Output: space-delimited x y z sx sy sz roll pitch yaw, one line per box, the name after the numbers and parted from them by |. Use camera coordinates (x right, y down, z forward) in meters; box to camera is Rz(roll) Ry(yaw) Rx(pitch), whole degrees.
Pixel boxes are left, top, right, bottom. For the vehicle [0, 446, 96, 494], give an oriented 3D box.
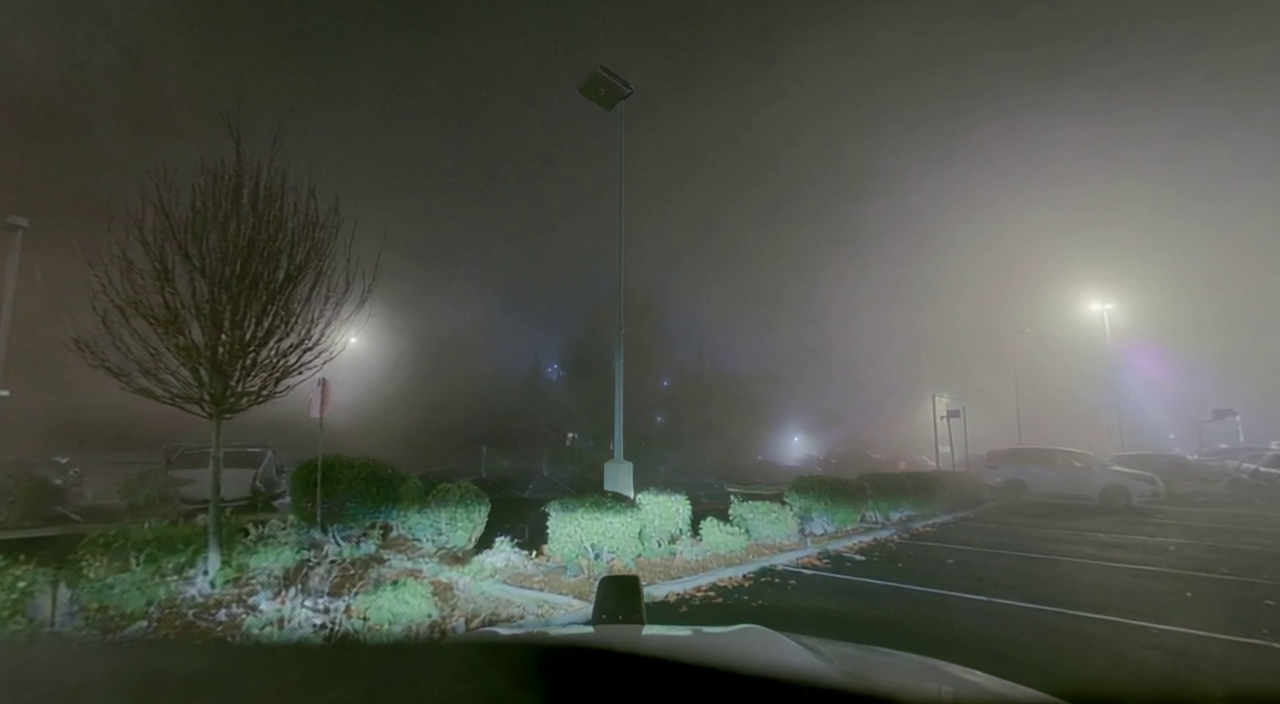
-19.430 3.600 19.220 1.790 1.396 4.000 -10 -13 40 | vehicle

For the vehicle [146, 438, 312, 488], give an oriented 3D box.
-15.212 4.091 23.608 1.921 1.632 4.752 -8 -12 42 | vehicle

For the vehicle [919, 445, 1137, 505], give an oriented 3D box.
10.643 3.340 17.620 4.772 1.441 1.976 -8 -12 42 | vehicle

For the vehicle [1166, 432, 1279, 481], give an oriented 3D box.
23.402 3.964 24.009 4.939 1.664 2.055 -10 -11 42 | vehicle
